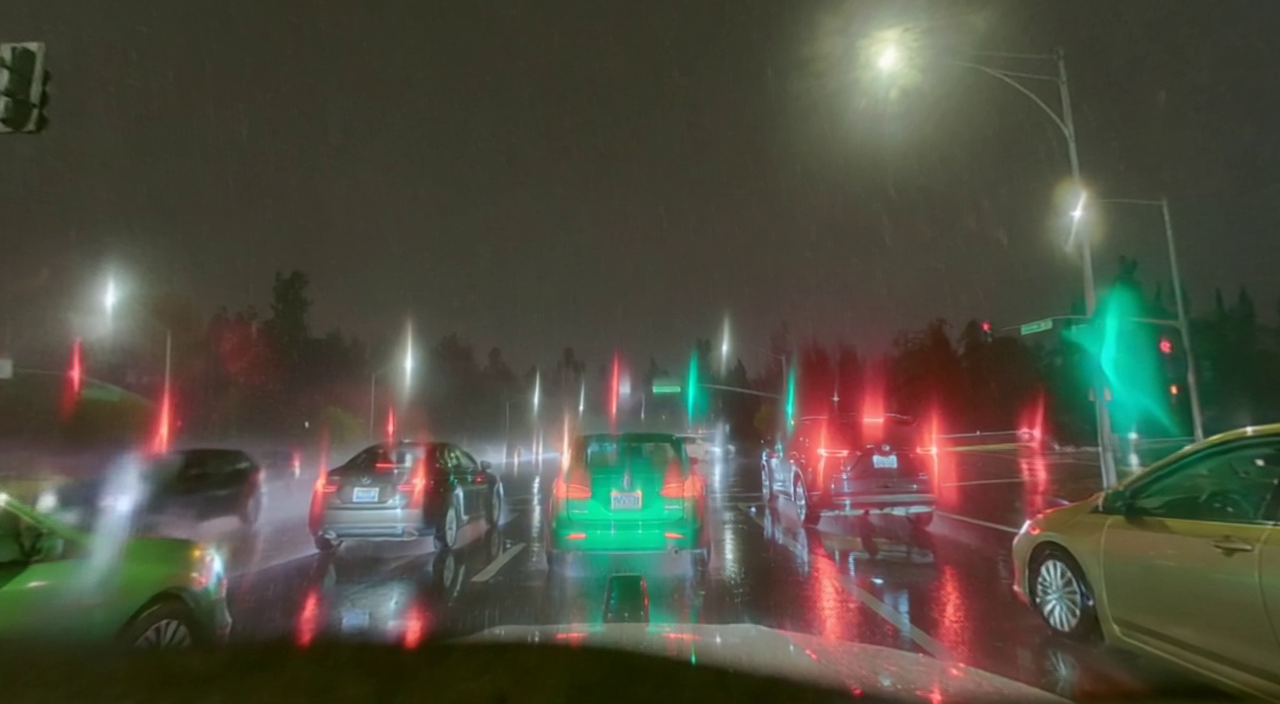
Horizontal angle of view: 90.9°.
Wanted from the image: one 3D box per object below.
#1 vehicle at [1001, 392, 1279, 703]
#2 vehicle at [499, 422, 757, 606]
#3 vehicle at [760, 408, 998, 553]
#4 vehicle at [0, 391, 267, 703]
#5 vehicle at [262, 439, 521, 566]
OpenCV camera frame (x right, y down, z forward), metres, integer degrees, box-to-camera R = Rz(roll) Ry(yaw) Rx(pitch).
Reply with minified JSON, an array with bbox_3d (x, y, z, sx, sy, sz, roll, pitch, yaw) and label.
[{"bbox_3d":[3.943,0.972,3.102,1.800,1.519,4.198,0,-8,0],"label":"vehicle"},{"bbox_3d":[-0.133,1.647,7.357,2.140,1.499,4.119,0,-8,-1],"label":"vehicle"},{"bbox_3d":[3.303,1.868,9.809,1.992,1.744,4.183,0,-8,-1],"label":"vehicle"},{"bbox_3d":[-3.480,0.848,1.835,2.016,1.547,4.414,0,-8,1],"label":"vehicle"},{"bbox_3d":[-3.303,2.071,9.536,1.995,1.436,4.373,-1,-8,2],"label":"vehicle"}]
